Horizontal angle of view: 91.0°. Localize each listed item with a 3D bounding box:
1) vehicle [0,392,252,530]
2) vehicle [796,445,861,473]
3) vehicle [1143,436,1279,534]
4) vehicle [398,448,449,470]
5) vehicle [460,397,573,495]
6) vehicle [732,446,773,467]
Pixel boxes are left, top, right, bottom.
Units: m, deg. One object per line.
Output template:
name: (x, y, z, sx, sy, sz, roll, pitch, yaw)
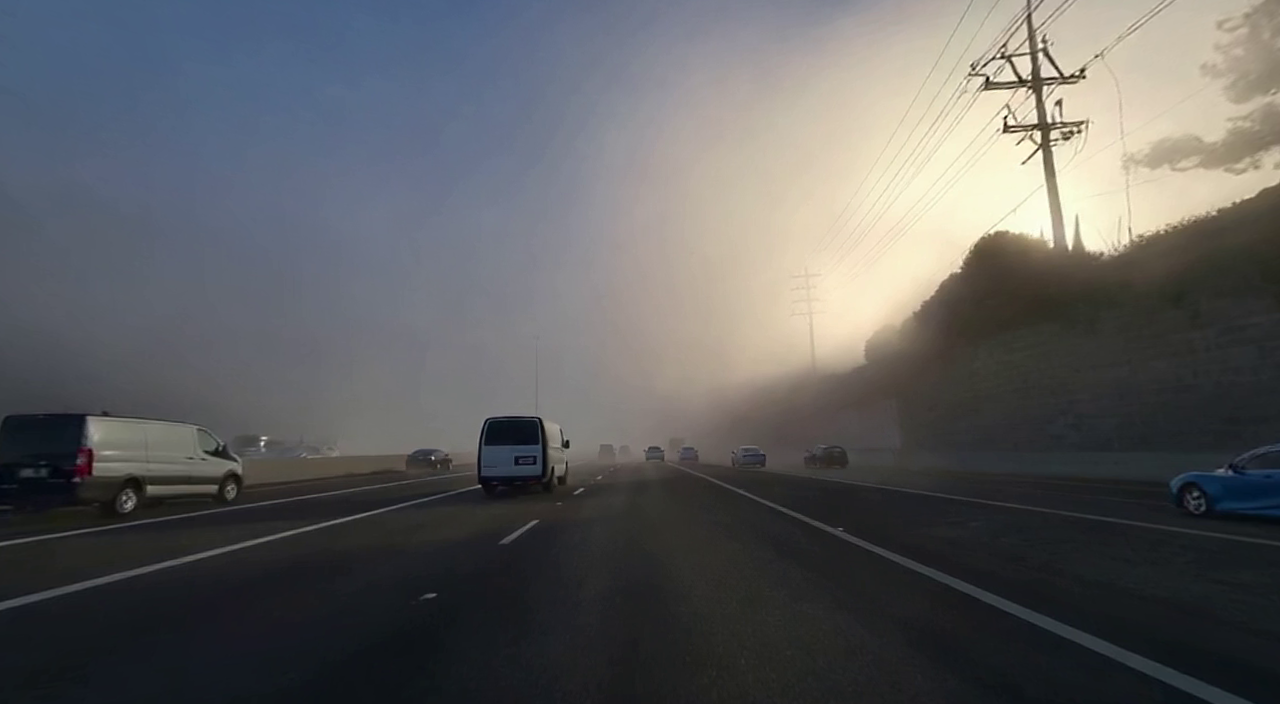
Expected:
vehicle: (-11.380, 2.193, 13.135, 2.596, 2.162, 6.328, 0, -9, -1)
vehicle: (10.378, 5.904, 34.979, 2.052, 1.470, 4.364, 0, -9, -3)
vehicle: (11.100, 2.084, 9.909, 2.115, 1.525, 4.882, 0, -9, -4)
vehicle: (-15.158, 7.489, 44.370, 1.948, 1.479, 4.754, 0, -9, 0)
vehicle: (-3.684, 3.009, 20.149, 2.395, 2.660, 5.827, 0, -9, 0)
vehicle: (8.839, 8.253, 49.936, 2.095, 1.504, 4.536, 0, -9, -5)
